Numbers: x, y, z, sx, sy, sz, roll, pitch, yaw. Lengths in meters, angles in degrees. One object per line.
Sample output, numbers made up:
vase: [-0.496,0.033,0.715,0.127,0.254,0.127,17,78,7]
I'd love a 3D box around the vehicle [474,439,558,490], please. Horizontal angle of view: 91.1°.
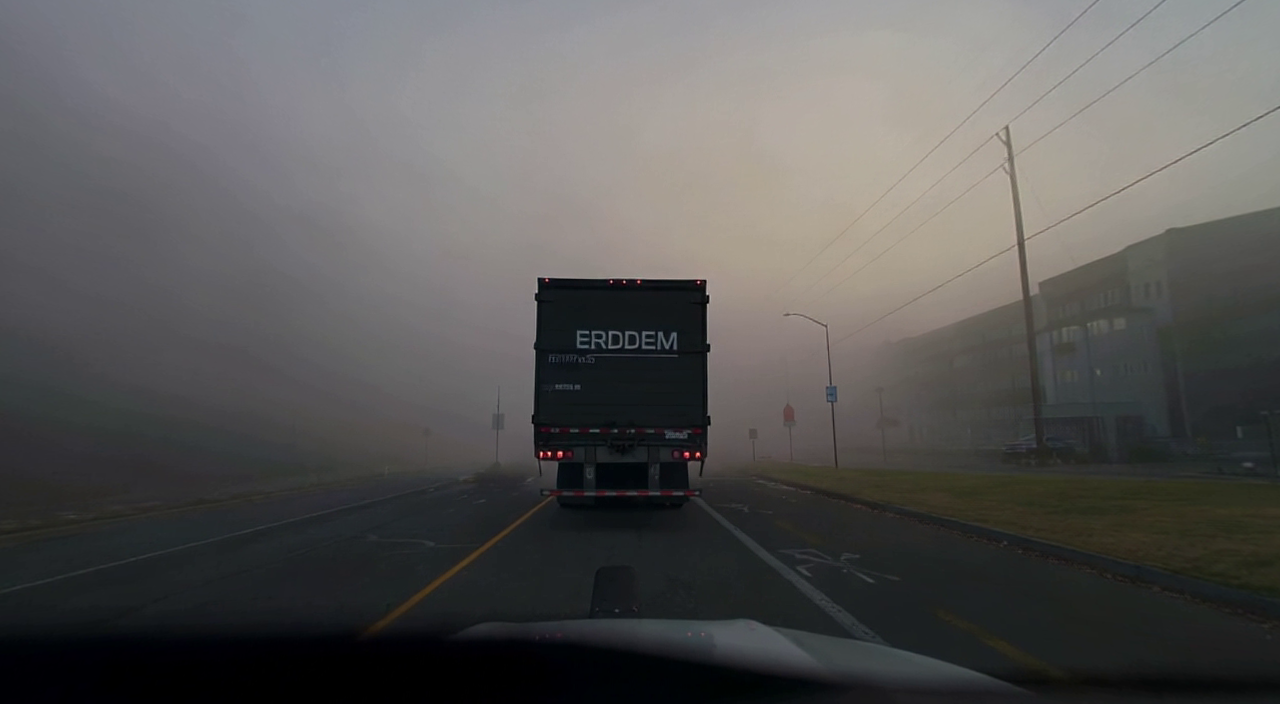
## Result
vehicle: [-3.925,3.607,20.544,1.957,1.462,3.878,0,-8,0]

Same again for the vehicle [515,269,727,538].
vehicle: [-0.197,1.295,13.407,2.876,3.724,9.351,0,-8,1]

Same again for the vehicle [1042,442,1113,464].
vehicle: [31.373,7.215,45.157,1.652,1.423,3.797,5,-9,-35]
